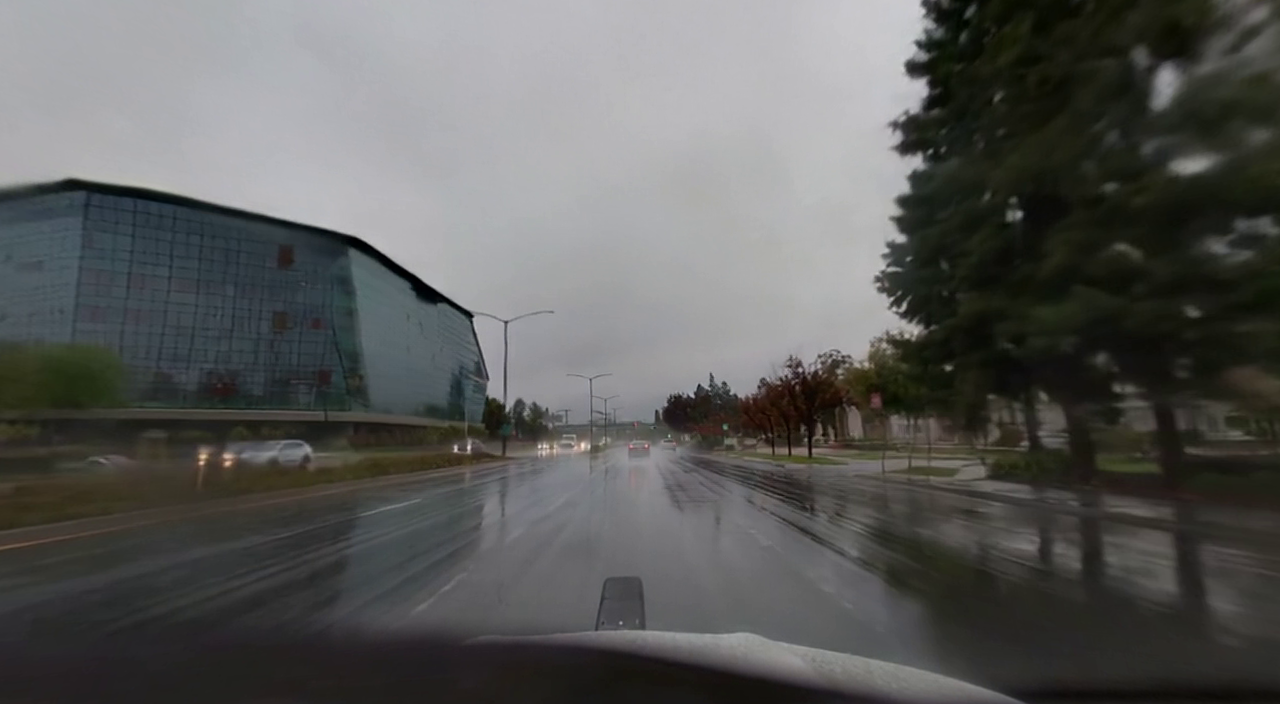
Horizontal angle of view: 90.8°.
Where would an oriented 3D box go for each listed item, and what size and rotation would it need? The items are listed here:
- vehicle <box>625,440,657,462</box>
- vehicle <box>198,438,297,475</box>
[{"bbox_3d":[0.035,6.859,43.878,2.080,1.445,4.096,0,-8,-1],"label":"vehicle"},{"bbox_3d":[-21.253,5.667,34.531,2.308,1.840,5.236,1,-8,-4],"label":"vehicle"}]
